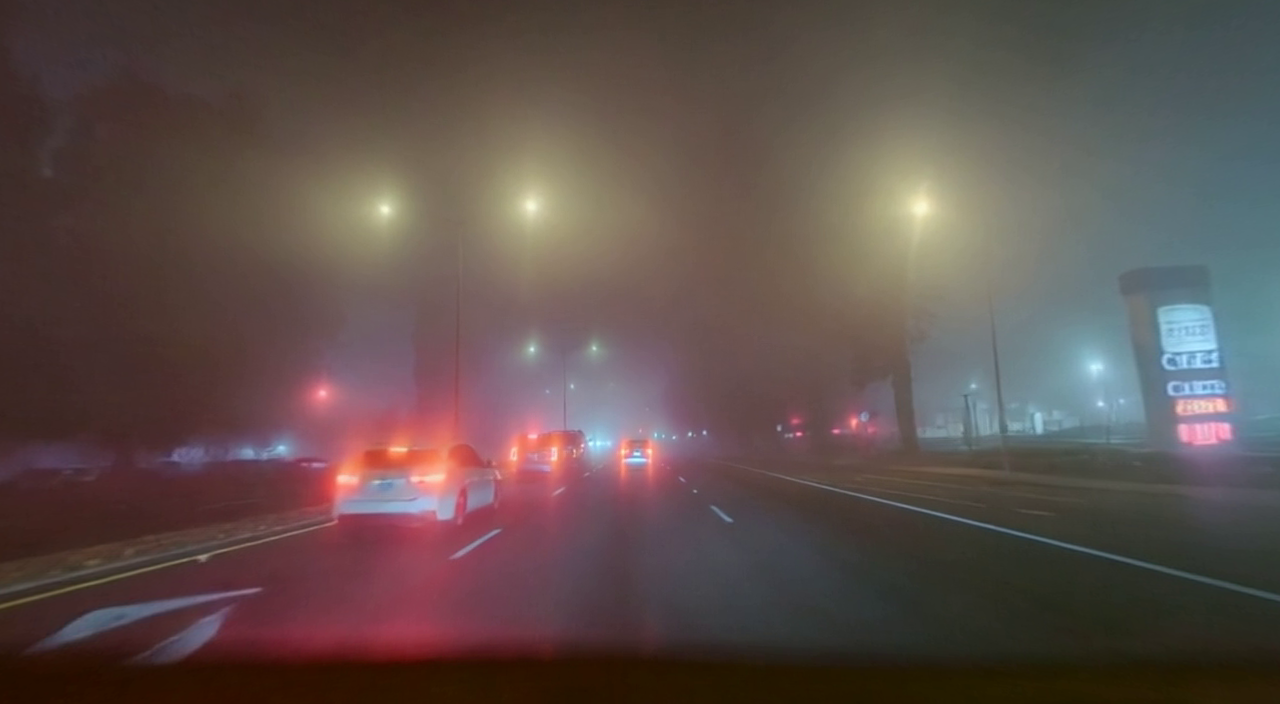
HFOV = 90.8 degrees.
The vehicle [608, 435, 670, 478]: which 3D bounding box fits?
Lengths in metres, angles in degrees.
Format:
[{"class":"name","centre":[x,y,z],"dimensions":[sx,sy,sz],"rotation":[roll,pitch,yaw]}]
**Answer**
[{"class":"vehicle","centre":[-0.065,3.892,23.708],"dimensions":[2.126,1.475,3.967],"rotation":[0,-9,-1]}]

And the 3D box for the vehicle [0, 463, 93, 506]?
[{"class":"vehicle","centre":[-28.799,6.229,29.480],"dimensions":[4.586,1.682,2.003],"rotation":[-3,-8,-4]}]

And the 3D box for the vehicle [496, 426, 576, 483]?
[{"class":"vehicle","centre":[-3.443,3.494,21.745],"dimensions":[2.046,1.751,4.208],"rotation":[0,-9,0]}]

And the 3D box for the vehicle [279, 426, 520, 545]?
[{"class":"vehicle","centre":[-3.483,2.036,10.305],"dimensions":[2.139,1.487,4.453],"rotation":[0,-9,0]}]
